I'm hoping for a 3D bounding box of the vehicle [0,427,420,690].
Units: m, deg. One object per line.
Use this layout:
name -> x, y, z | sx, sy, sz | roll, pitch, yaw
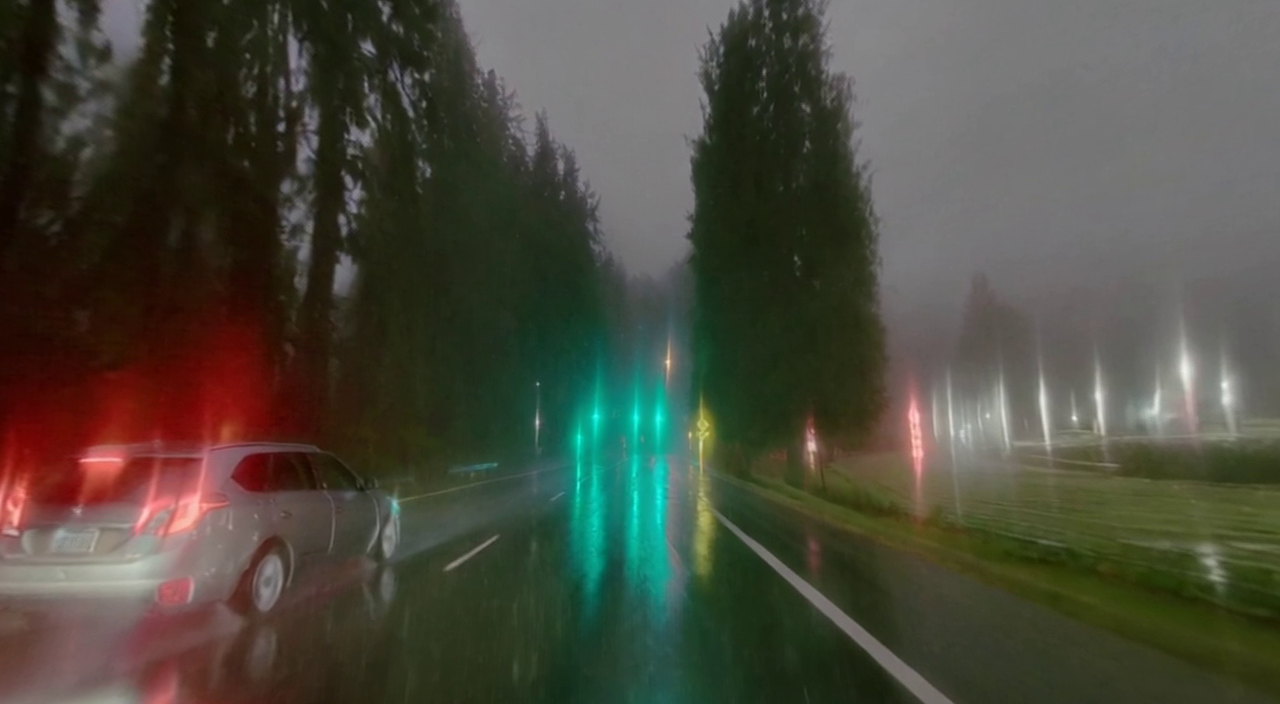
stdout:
vehicle -> -3.692, 1.445, 5.630 | 1.946, 1.437, 4.154 | 0, -8, 0
